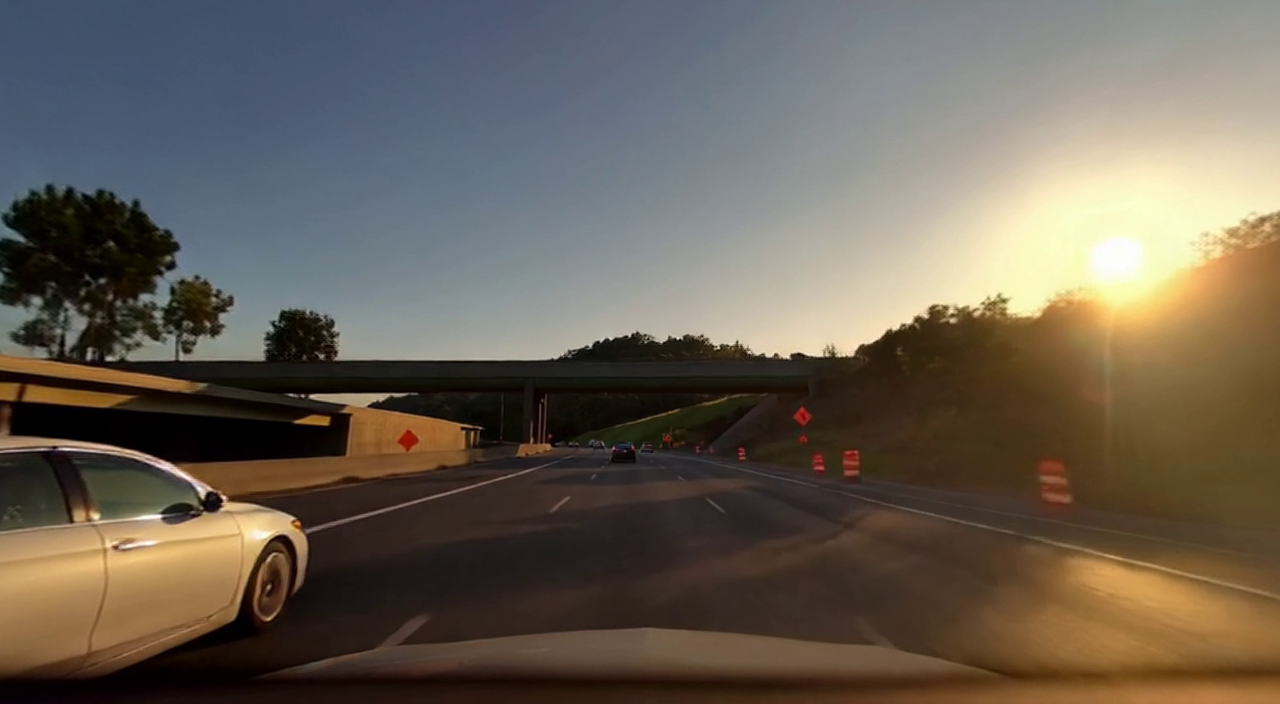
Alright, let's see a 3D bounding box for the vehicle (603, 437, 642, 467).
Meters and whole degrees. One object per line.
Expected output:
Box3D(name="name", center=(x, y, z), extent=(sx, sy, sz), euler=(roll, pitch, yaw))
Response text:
Box3D(name="vehicle", center=(-1.177, 6.345, 40.140), extent=(2.328, 1.805, 4.502), euler=(0, -8, -3))
